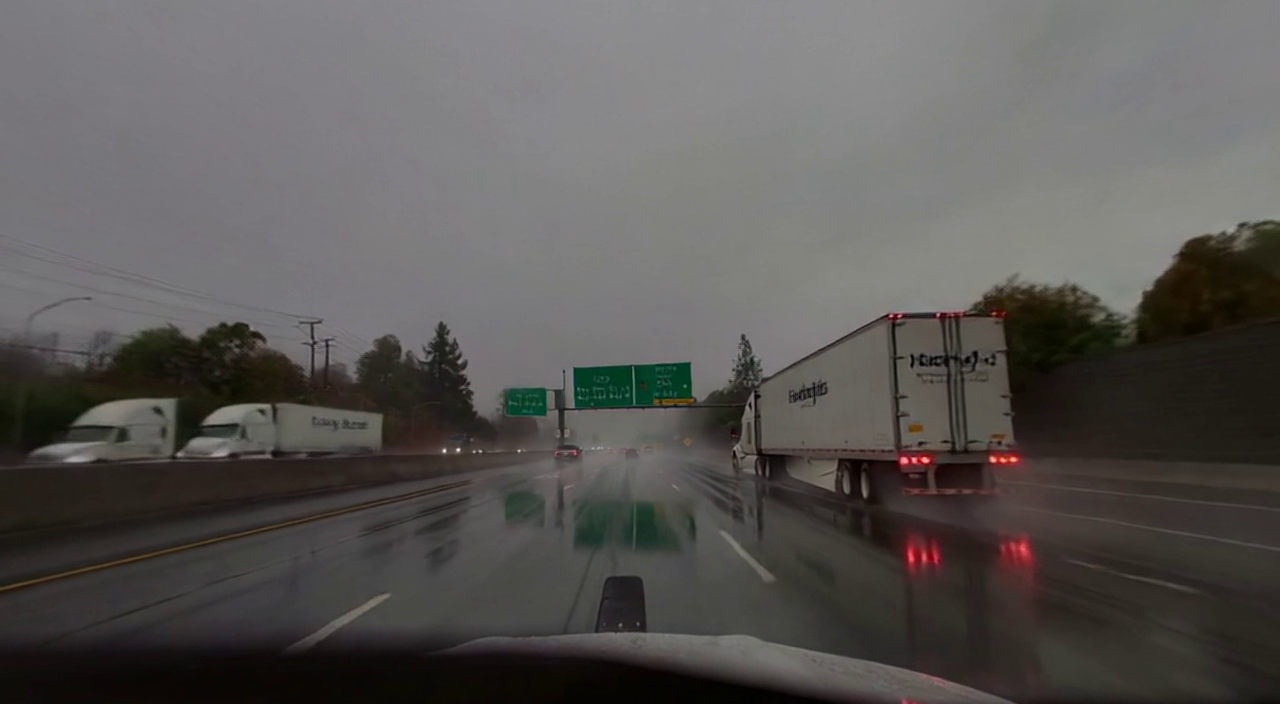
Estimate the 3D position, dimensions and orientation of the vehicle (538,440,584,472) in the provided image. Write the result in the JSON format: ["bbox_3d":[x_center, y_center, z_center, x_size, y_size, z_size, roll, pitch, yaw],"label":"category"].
[{"bbox_3d":[-4.356,5.802,35.319,2.027,1.651,4.099,0,-9,0],"label":"vehicle"}]

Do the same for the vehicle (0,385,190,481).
[{"bbox_3d":[-25.154,3.719,28.124,3.102,3.541,9.922,0,-9,-2],"label":"vehicle"}]

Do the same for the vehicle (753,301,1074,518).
[{"bbox_3d":[6.632,2.270,20.077,2.919,4.195,15.833,0,-9,-1],"label":"vehicle"}]

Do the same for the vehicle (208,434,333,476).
[{"bbox_3d":[-17.583,4.950,30.567,2.410,1.798,6.090,0,-9,0],"label":"vehicle"}]
